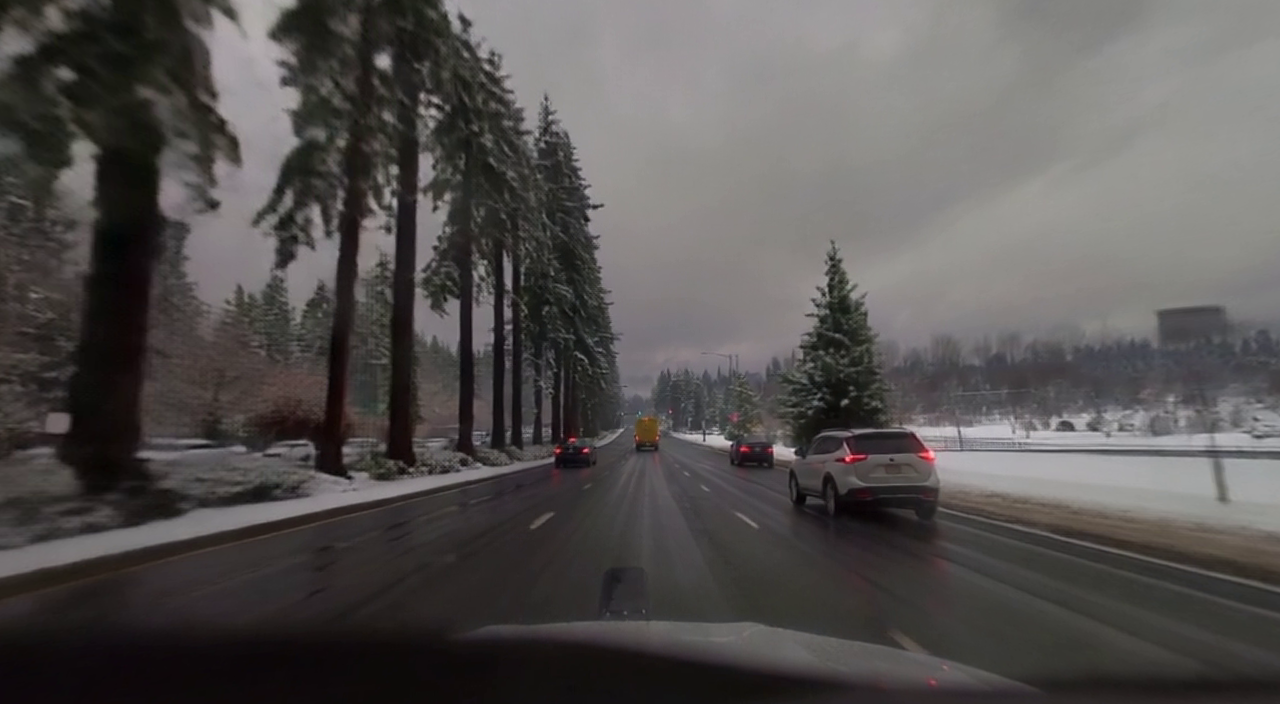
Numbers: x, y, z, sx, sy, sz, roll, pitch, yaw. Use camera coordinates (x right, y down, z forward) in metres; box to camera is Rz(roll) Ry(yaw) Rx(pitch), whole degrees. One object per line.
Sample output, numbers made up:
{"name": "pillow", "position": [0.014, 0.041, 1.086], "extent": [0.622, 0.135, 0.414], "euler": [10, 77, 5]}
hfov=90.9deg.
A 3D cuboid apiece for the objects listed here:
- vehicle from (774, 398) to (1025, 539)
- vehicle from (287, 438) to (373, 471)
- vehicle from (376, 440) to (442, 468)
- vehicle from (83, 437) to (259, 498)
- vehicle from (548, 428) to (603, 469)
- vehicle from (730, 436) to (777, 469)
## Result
{"name": "vehicle", "position": [4.353, 2.116, 12.084], "extent": [2.381, 2.008, 5.971], "euler": [0, -9, 2]}
{"name": "vehicle", "position": [-16.688, 5.518, 34.239], "extent": [2.176, 1.646, 4.643], "euler": [0, -8, 1]}
{"name": "vehicle", "position": [-12.955, 5.753, 35.682], "extent": [1.897, 1.472, 4.592], "euler": [-1, -9, 2]}
{"name": "vehicle", "position": [-13.772, 3.383, 18.888], "extent": [2.181, 1.604, 3.944], "euler": [0, -9, 1]}
{"name": "vehicle", "position": [-3.251, 5.015, 32.896], "extent": [2.255, 1.940, 4.822], "euler": [-1, -9, 2]}
{"name": "vehicle", "position": [6.355, 5.682, 35.784], "extent": [2.280, 1.757, 4.572], "euler": [-1, -9, 6]}
